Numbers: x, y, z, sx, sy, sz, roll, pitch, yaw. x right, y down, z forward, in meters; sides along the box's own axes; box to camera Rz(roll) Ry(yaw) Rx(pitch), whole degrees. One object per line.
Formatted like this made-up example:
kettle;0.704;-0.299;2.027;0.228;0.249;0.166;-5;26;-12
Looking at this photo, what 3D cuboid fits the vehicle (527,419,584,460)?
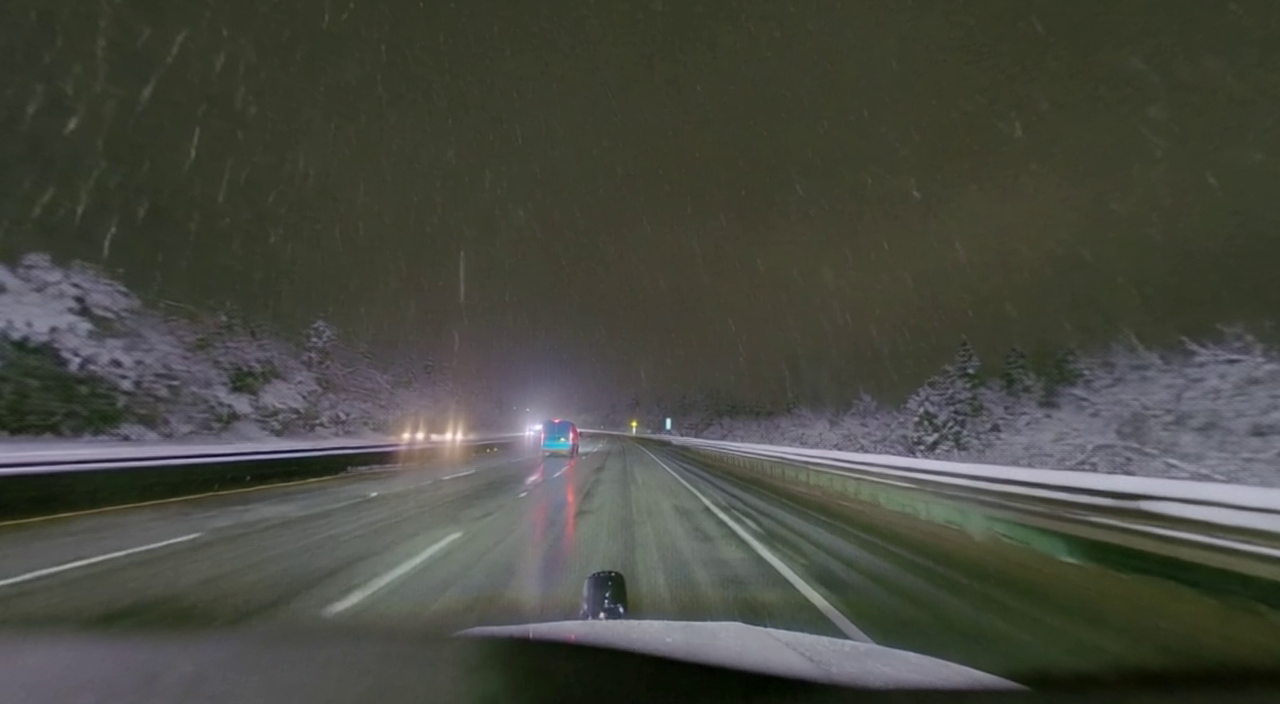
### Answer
vehicle;-4.429;4.679;33.726;2.309;2.053;4.884;0;-8;1
